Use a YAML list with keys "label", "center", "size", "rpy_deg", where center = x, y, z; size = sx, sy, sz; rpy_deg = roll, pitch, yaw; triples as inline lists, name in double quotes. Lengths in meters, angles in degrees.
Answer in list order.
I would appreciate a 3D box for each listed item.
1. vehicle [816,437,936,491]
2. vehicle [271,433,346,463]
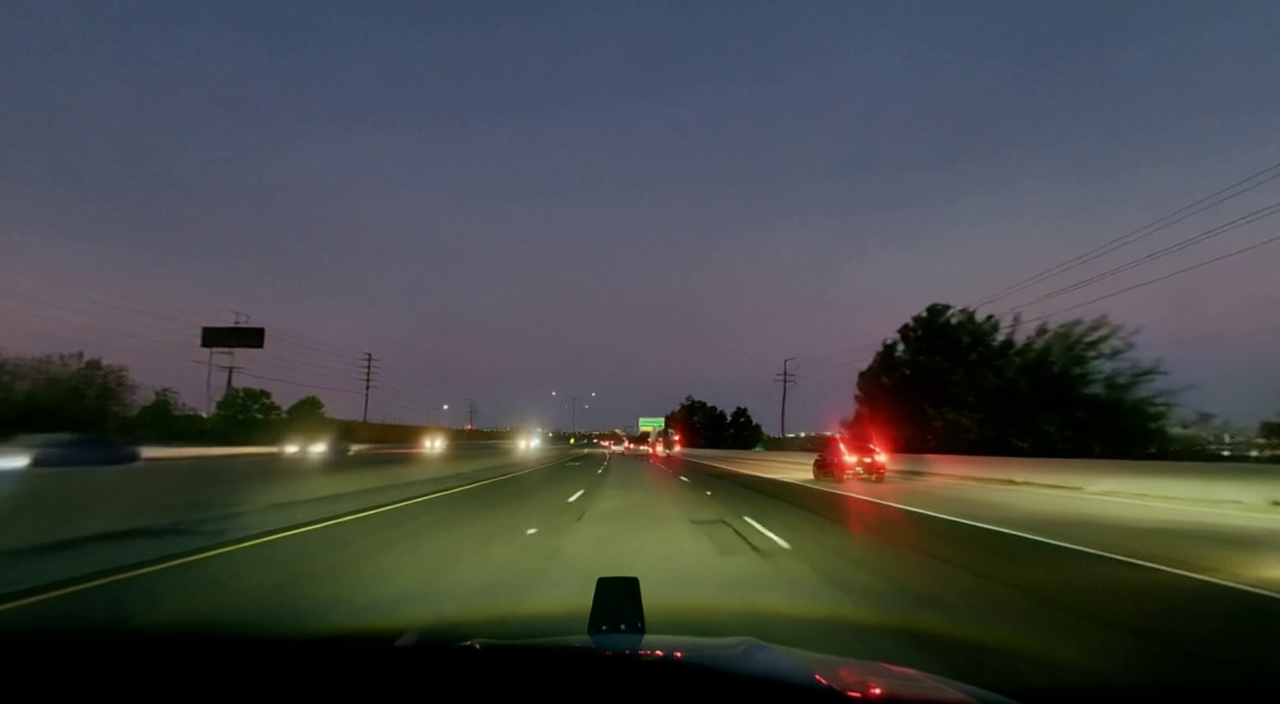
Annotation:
- label: "vehicle"
  center: [7.172, 3.426, 19.753]
  size: [1.905, 1.480, 4.624]
  rpy_deg: [0, -8, -1]
- label: "vehicle"
  center: [-18.998, 5.518, 36.417]
  size: [1.956, 1.575, 4.647]
  rpy_deg: [0, -8, -2]
